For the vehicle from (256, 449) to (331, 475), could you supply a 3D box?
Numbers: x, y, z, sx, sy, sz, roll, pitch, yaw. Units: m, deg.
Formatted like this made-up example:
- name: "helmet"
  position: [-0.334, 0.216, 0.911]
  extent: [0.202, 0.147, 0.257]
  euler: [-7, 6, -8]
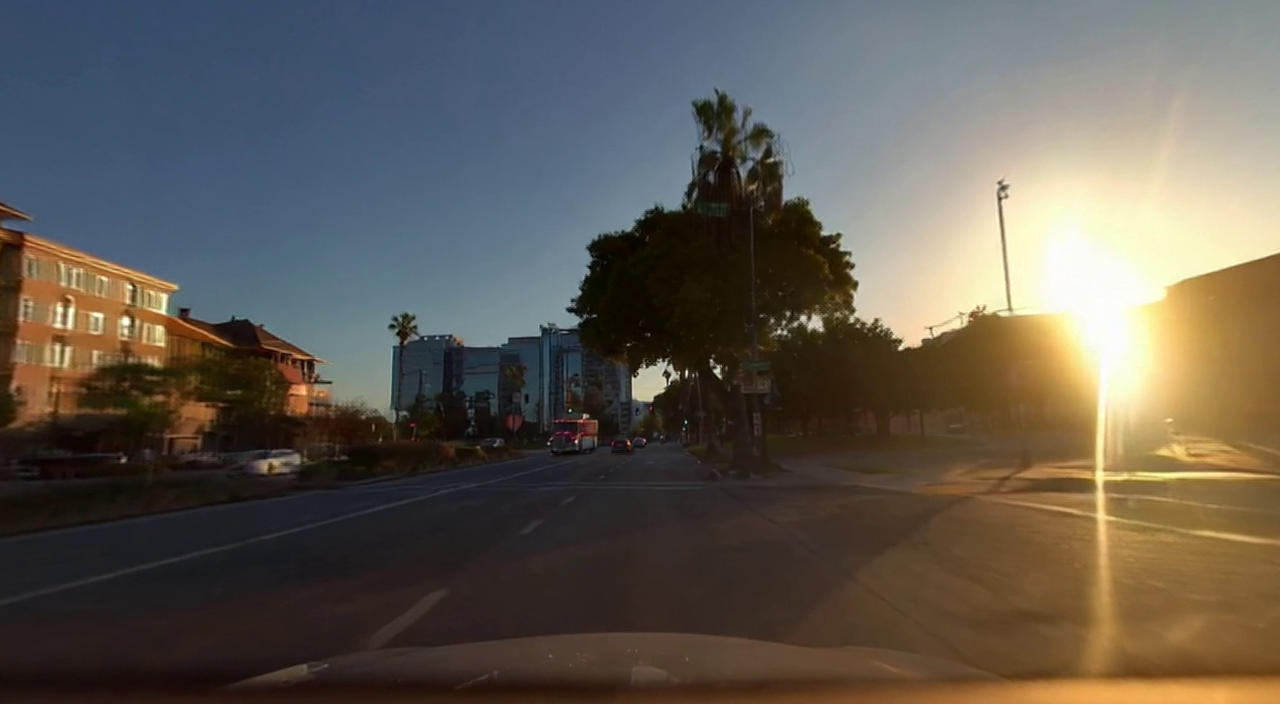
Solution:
- name: "vehicle"
  position: [-21.783, 6.936, 39.695]
  extent: [1.945, 1.504, 4.566]
  euler: [-1, -9, 3]

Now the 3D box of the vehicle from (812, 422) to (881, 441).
- name: "vehicle"
  position: [16.026, 6.183, 48.943]
  extent: [4.663, 1.457, 2.045]
  euler: [-1, -7, 3]
